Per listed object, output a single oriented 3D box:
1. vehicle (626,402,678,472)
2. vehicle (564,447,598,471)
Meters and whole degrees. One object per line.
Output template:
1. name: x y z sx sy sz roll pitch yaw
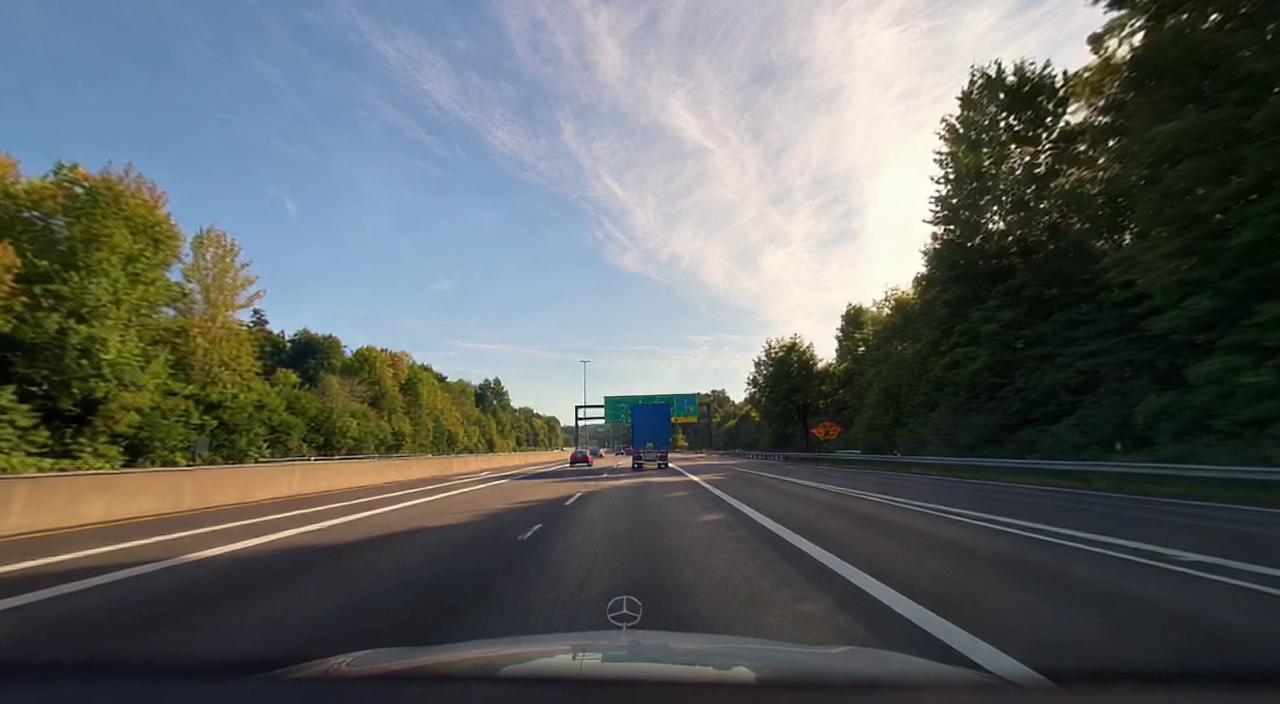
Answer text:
1. vehicle: 0.741 5.762 42.107 3.022 4.072 10.318 0 -9 0
2. vehicle: -3.898 7.139 42.190 1.873 1.469 3.601 0 -9 1
